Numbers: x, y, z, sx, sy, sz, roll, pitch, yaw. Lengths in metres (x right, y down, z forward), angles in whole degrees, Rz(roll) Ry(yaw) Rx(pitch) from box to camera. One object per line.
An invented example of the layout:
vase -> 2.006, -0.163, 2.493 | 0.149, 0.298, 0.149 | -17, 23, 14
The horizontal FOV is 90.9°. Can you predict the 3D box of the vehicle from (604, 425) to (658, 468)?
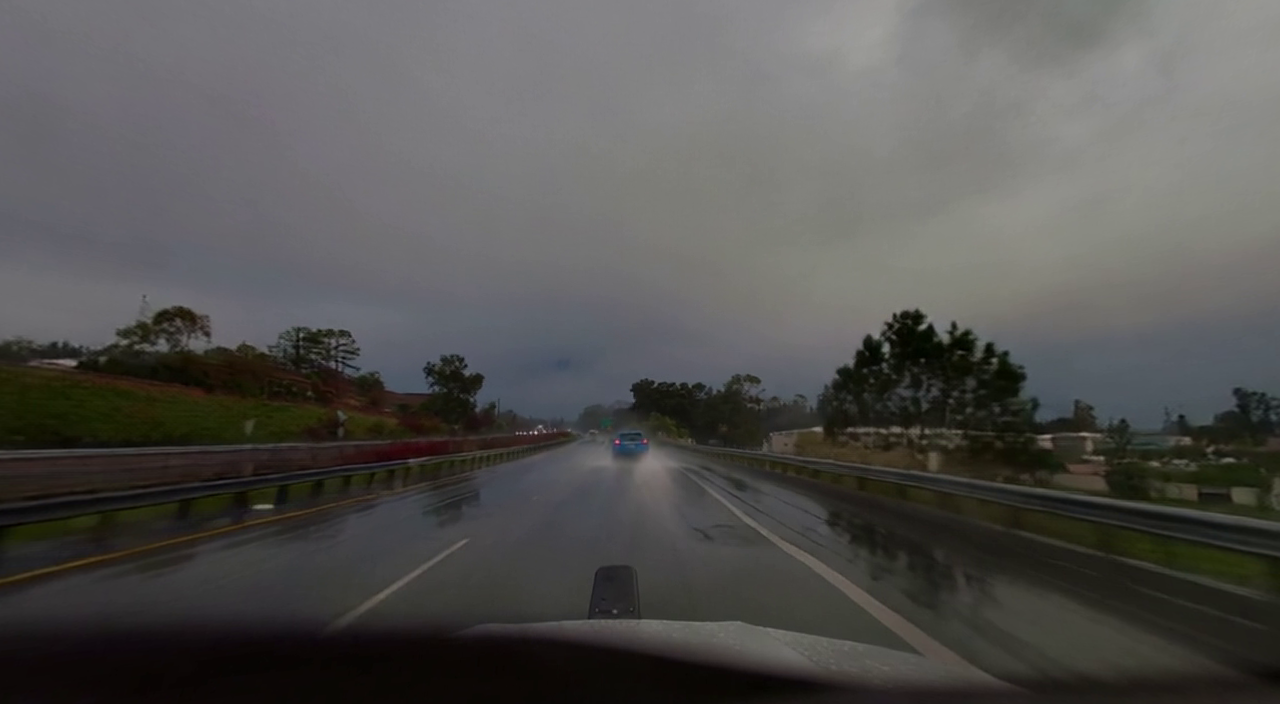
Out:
vehicle -> -0.397, 3.857, 25.866 | 2.020, 1.633, 3.942 | 0, -8, -1
